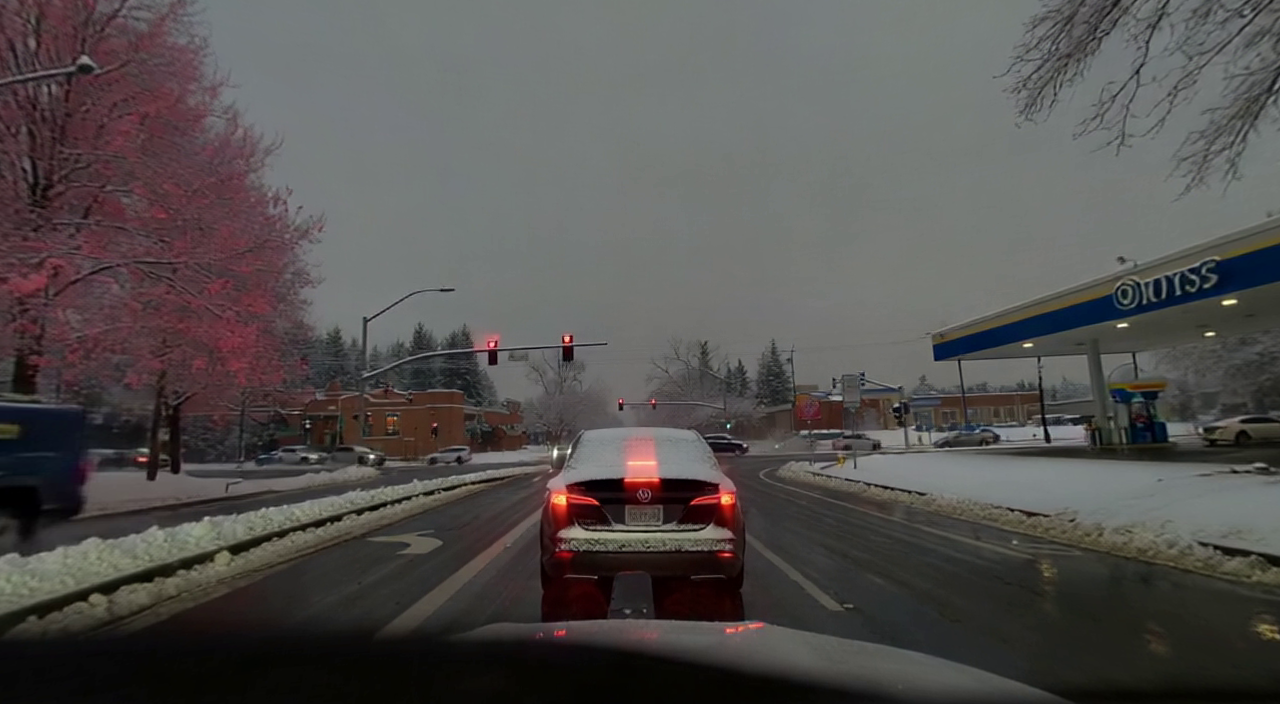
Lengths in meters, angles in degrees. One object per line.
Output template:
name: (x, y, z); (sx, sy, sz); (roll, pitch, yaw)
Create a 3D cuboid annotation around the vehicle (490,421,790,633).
vehicle: (-0.017, 1.538, 6.557); (2.112, 1.482, 4.057); (0, -8, -1)

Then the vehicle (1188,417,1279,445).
vehicle: (36.325, 4.874, 38.466); (1.848, 1.581, 4.475); (-1, -8, 3)

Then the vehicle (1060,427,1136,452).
vehicle: (34.719, 6.617, 47.867); (4.294, 1.557, 1.744); (-4, -8, 1)

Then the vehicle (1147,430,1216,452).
vehicle: (40.948, 6.727, 47.700); (3.573, 1.432, 1.604); (-3, -8, 1)

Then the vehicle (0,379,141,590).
vehicle: (-7.536, 1.192, 5.365); (2.378, 2.084, 5.225); (0, -8, -2)

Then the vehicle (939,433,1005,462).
vehicle: (18.391, 5.248, 34.853); (2.053, 1.495, 4.091); (-8, -12, 44)
